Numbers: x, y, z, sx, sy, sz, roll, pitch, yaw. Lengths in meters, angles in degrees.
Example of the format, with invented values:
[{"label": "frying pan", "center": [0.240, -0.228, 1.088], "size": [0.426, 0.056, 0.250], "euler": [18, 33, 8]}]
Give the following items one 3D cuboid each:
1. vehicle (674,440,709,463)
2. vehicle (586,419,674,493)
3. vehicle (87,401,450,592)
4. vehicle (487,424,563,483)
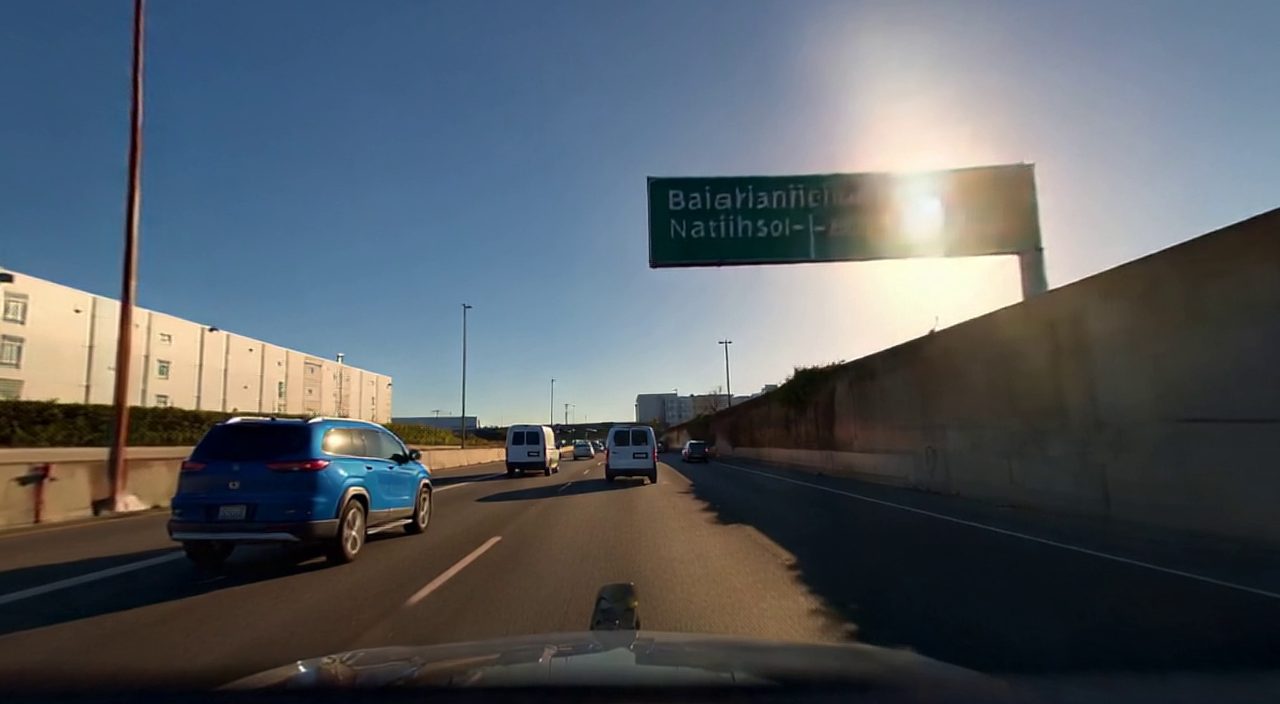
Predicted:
[{"label": "vehicle", "center": [3.547, 6.897, 43.990], "size": [1.999, 1.494, 3.833], "euler": [0, -8, -3]}, {"label": "vehicle", "center": [-0.318, 3.065, 18.877], "size": [2.304, 1.925, 4.282], "euler": [0, -8, -1]}, {"label": "vehicle", "center": [-4.034, 1.612, 7.944], "size": [1.972, 1.703, 4.333], "euler": [0, -8, -1]}, {"label": "vehicle", "center": [-4.133, 3.730, 23.356], "size": [2.038, 1.936, 4.300], "euler": [0, -8, -1]}]
